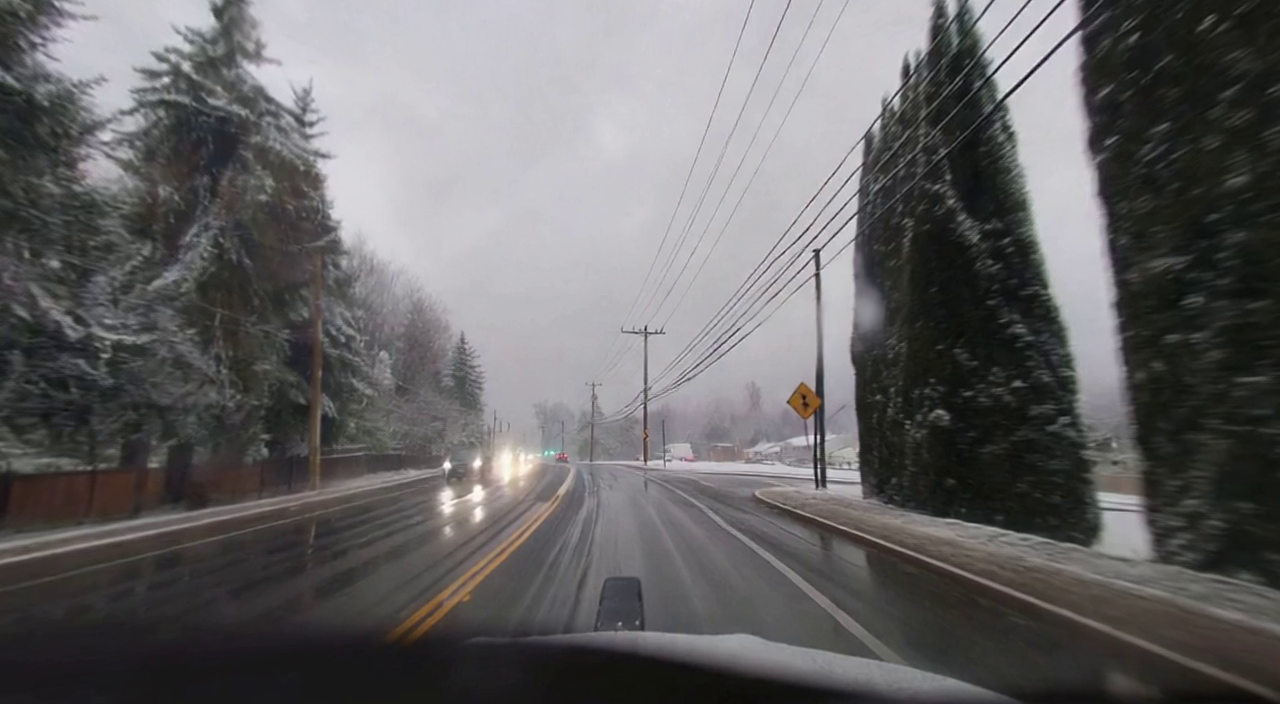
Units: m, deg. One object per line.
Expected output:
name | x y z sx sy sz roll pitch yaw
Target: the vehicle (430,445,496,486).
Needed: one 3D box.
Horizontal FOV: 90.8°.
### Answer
vehicle | -7.747 4.965 28.095 2.001 1.647 4.514 1 -8 -5
